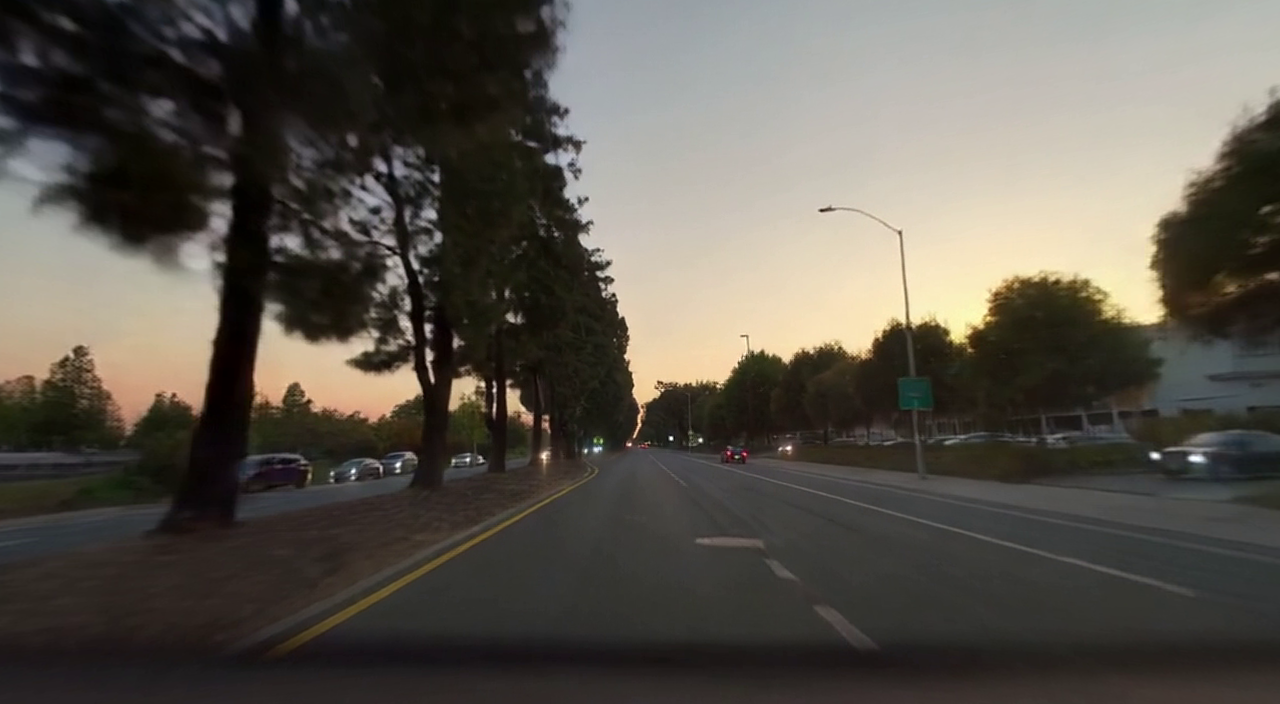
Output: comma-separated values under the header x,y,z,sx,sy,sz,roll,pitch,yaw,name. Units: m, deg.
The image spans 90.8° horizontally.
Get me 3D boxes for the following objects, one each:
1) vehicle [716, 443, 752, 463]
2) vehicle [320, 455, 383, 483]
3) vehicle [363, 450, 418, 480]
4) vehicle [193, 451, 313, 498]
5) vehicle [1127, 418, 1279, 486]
x,y,z,sx,sy,sz,roll,pitch,yaw,name
7.282,7.909,49.482,1.961,1.465,4.468,0,-8,-2,vehicle
-17.892,7.240,39.410,1.851,1.563,4.336,0,-8,-1,vehicle
-17.799,8.022,45.336,1.926,1.684,5.378,-3,-7,-1,vehicle
-17.726,5.604,29.393,1.999,1.875,5.842,0,-8,-2,vehicle
14.628,2.422,15.381,3.979,1.523,1.792,0,-8,-1,vehicle
